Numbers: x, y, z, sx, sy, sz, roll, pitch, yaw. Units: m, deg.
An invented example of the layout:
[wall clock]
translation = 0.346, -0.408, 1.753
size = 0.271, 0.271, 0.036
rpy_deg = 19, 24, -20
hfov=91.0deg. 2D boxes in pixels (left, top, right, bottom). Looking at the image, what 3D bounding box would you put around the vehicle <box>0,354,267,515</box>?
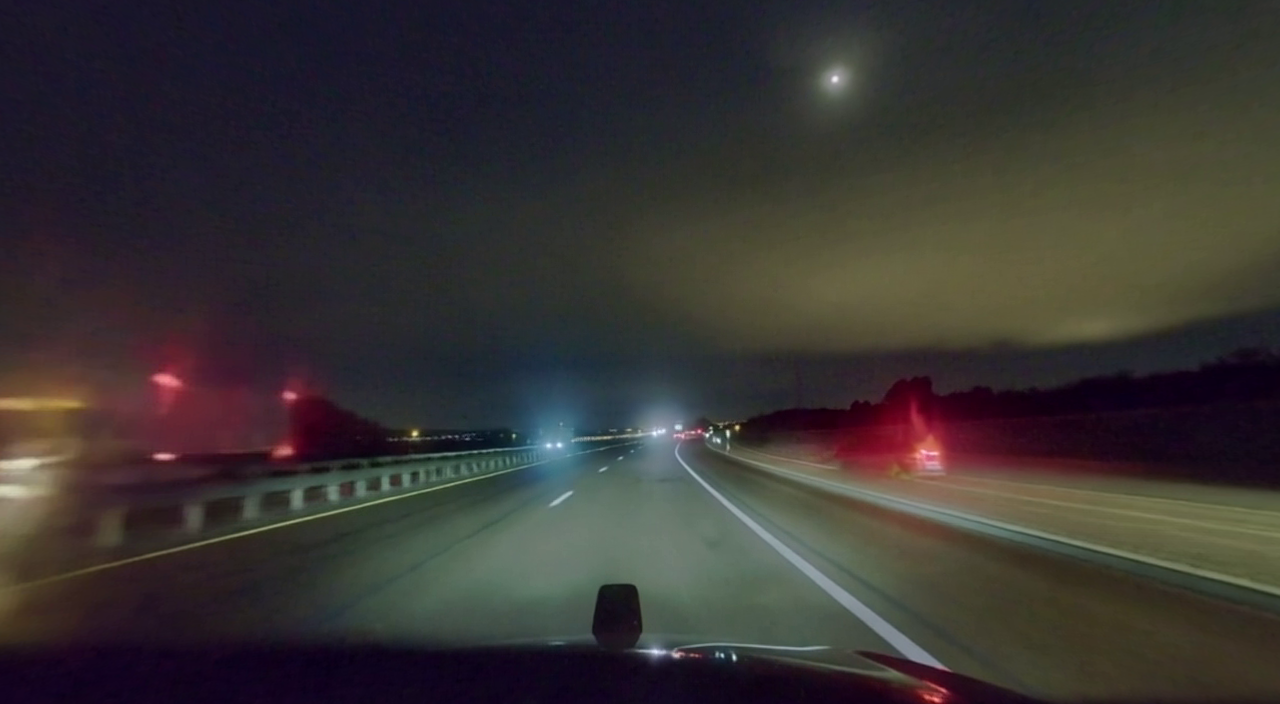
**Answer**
[vehicle]
translation = -15.377, 2.483, 18.724
size = 2.791, 3.613, 8.984
rpy_deg = 0, -8, 1
